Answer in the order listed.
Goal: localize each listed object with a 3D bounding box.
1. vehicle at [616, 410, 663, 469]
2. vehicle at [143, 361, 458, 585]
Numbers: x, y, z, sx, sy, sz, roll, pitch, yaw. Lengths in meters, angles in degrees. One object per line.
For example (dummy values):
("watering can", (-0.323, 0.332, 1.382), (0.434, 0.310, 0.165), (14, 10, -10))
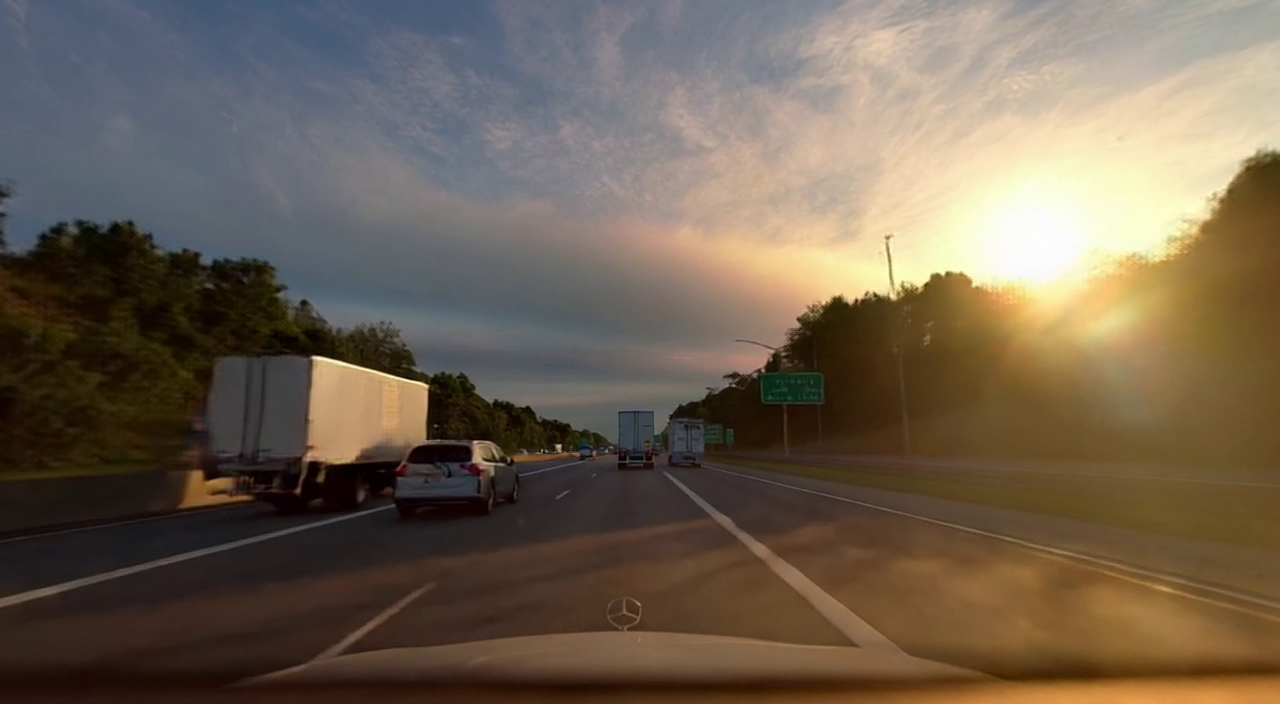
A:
("vehicle", (-0.031, 6.850, 48.974), (3.201, 4.019, 10.918), (0, -9, 0))
("vehicle", (-3.905, 1.463, 8.126), (2.033, 2.234, 3.490), (0, -9, 0))
